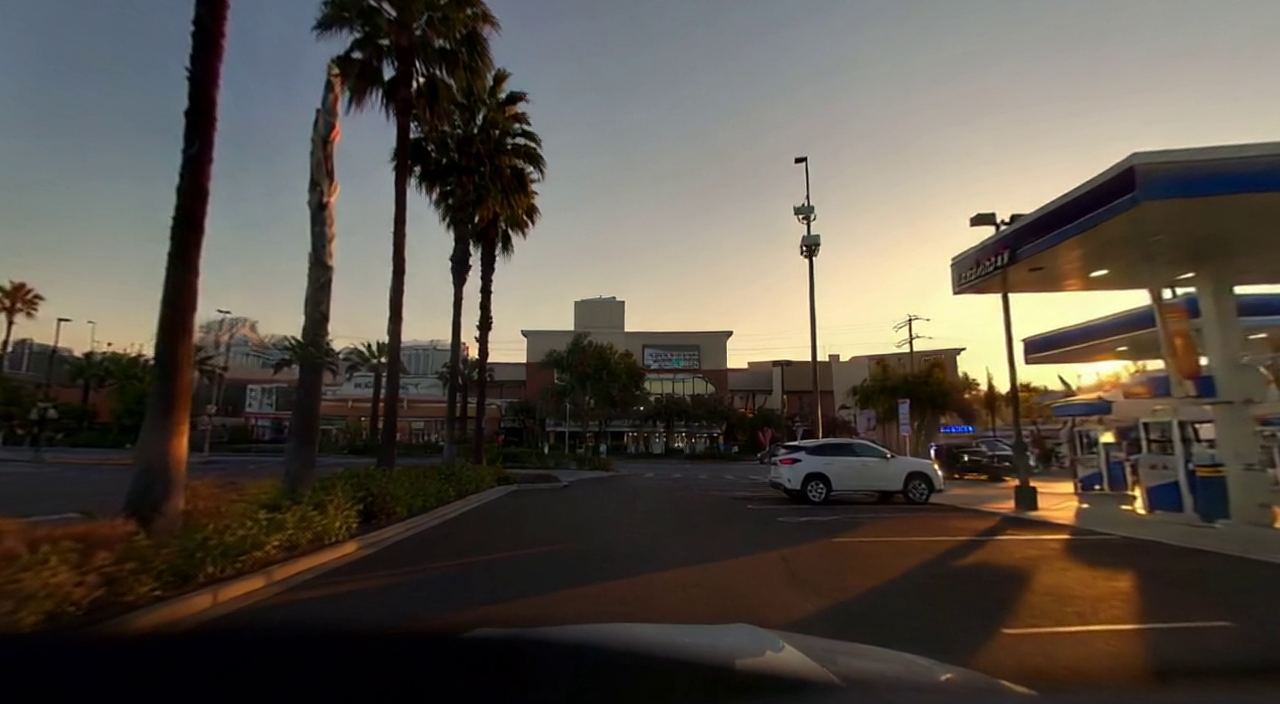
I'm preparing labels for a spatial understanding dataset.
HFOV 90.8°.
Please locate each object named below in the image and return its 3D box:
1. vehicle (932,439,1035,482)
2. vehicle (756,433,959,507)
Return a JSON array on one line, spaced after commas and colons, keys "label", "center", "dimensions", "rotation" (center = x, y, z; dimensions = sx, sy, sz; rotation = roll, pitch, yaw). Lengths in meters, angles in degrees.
[{"label": "vehicle", "center": [16.186, 5.125, 30.090], "dimensions": [2.028, 1.850, 4.731], "rotation": [0, -9, -3]}, {"label": "vehicle", "center": [5.642, 3.112, 16.878], "dimensions": [4.560, 1.818, 2.148], "rotation": [0, -9, -2]}]
